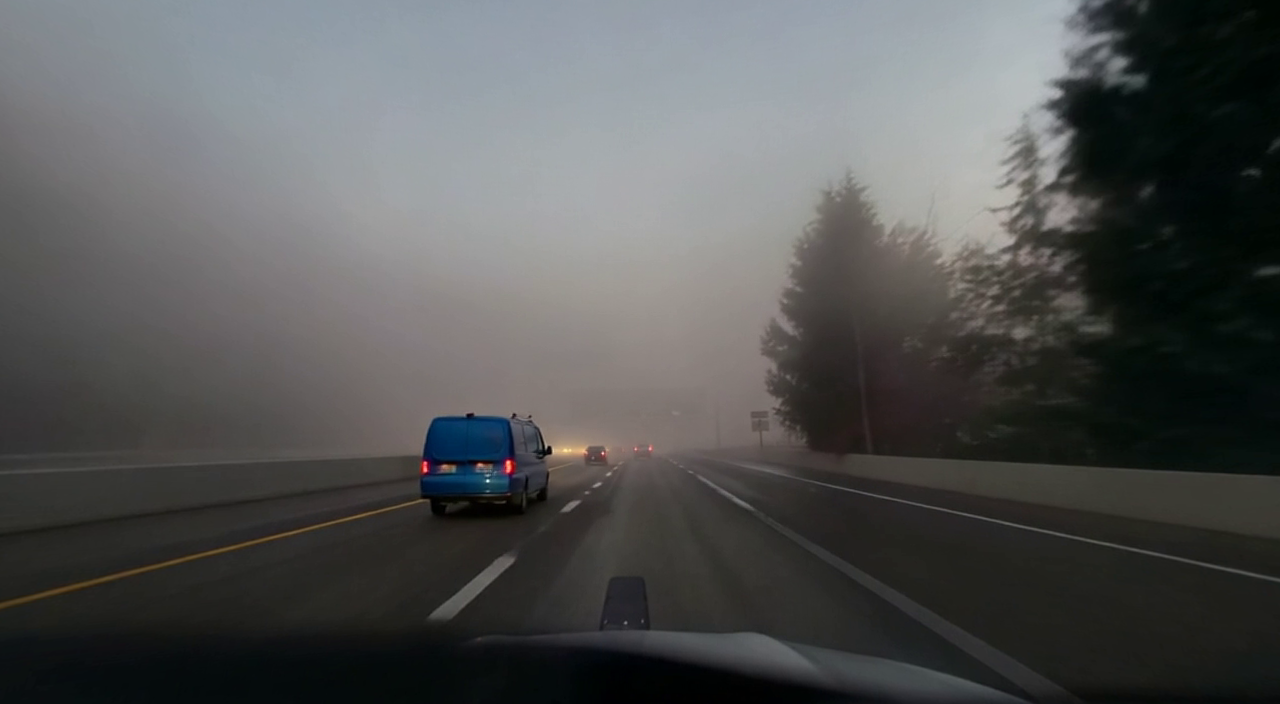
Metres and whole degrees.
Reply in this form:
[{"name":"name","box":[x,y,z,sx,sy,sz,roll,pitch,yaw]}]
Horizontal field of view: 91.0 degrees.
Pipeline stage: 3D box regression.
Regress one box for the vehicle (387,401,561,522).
[{"name":"vehicle","box":[-3.081,2.176,12.947,2.281,2.025,4.586,0,-8,0]}]
